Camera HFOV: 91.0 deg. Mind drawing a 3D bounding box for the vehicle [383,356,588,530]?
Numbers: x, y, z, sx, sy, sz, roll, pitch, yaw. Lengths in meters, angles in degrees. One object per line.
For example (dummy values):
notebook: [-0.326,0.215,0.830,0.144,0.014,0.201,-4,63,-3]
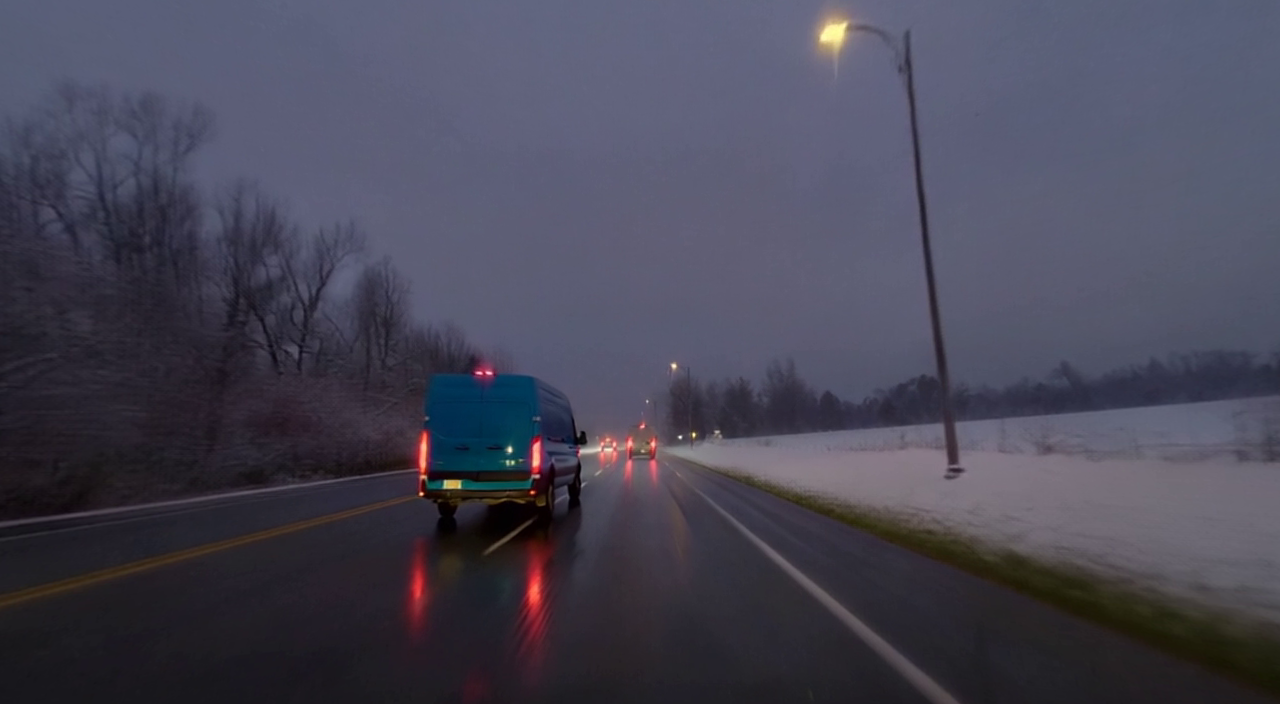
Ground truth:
vehicle: [-2.567,1.786,12.567,2.497,2.628,6.016,0,-8,1]
